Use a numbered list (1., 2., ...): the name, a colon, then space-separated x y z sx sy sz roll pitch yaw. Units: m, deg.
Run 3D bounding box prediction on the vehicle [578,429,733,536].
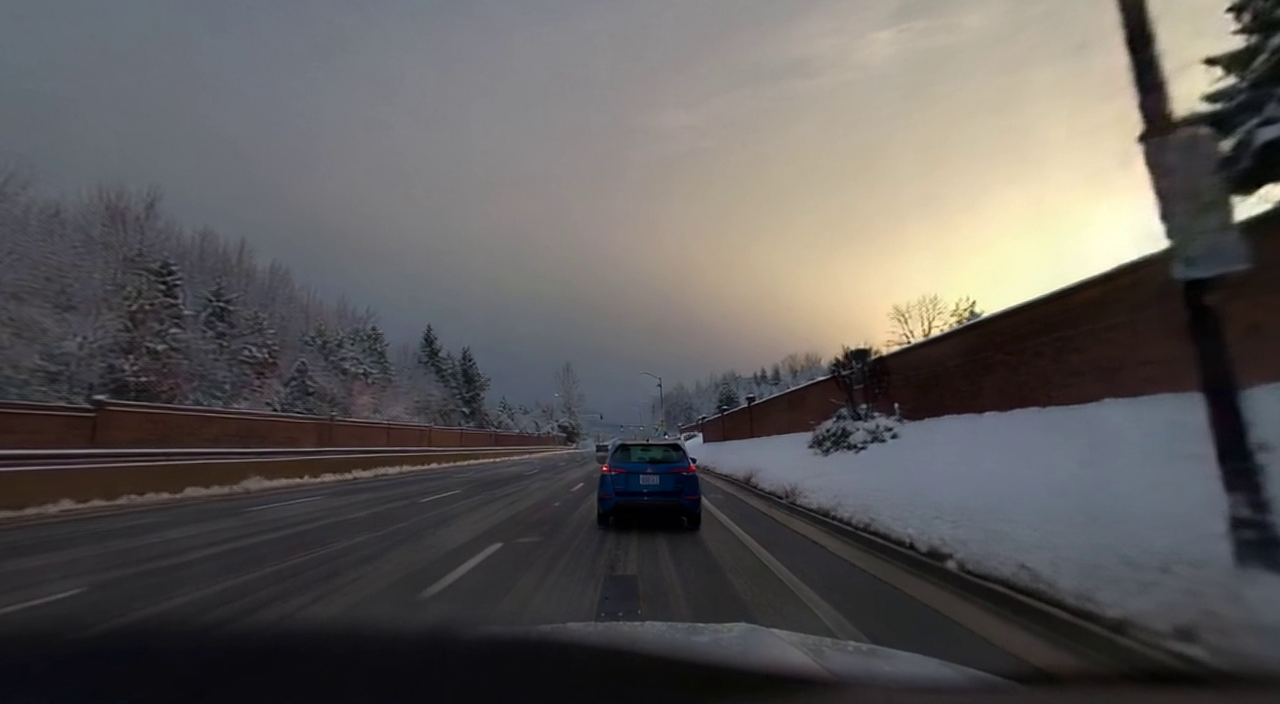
1. vehicle: 0.195 2.184 11.235 2.205 1.509 4.272 0 -8 -1
